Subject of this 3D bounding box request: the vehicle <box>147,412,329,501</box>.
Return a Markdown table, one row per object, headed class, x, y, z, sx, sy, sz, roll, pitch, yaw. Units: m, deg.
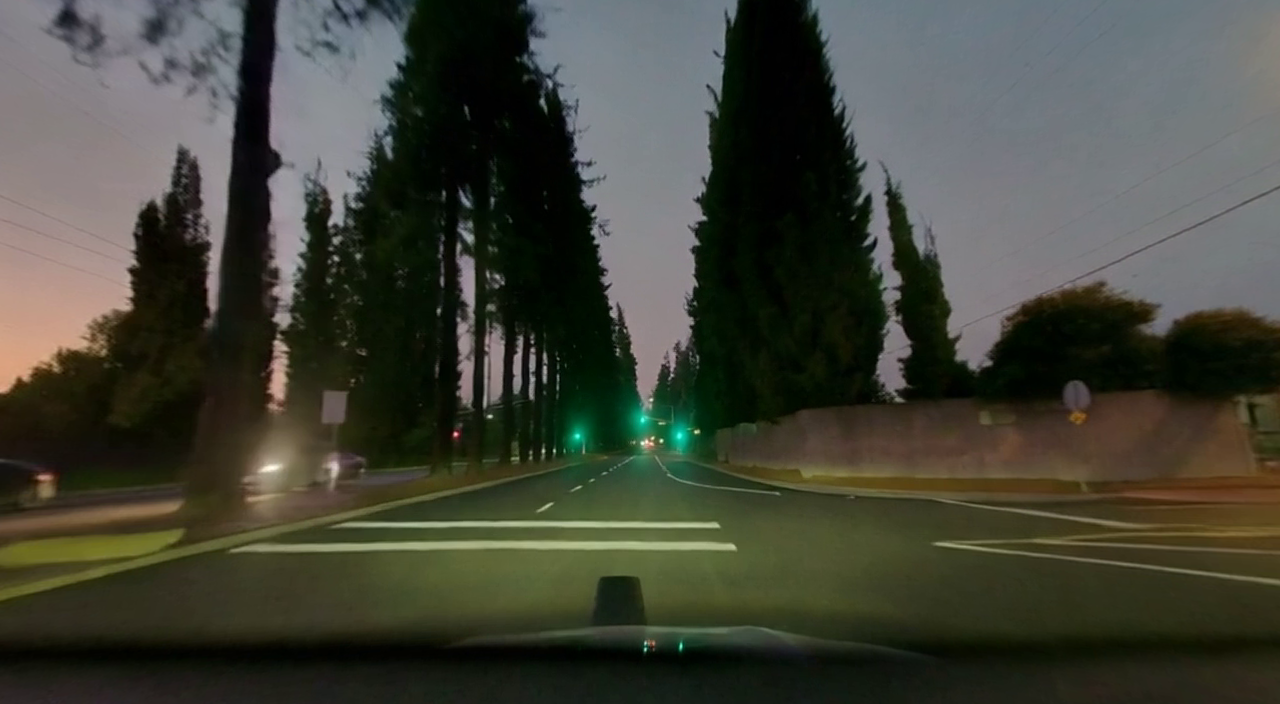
| class | x | y | z | sx | sy | sz | roll | pitch | yaw |
| --- | --- | --- | --- | --- | --- | --- | --- | --- | --- |
| vehicle | -13.347 | 3.522 | 21.599 | 2.305 | 2.620 | 5.830 | 0 | -8 | 0 |
